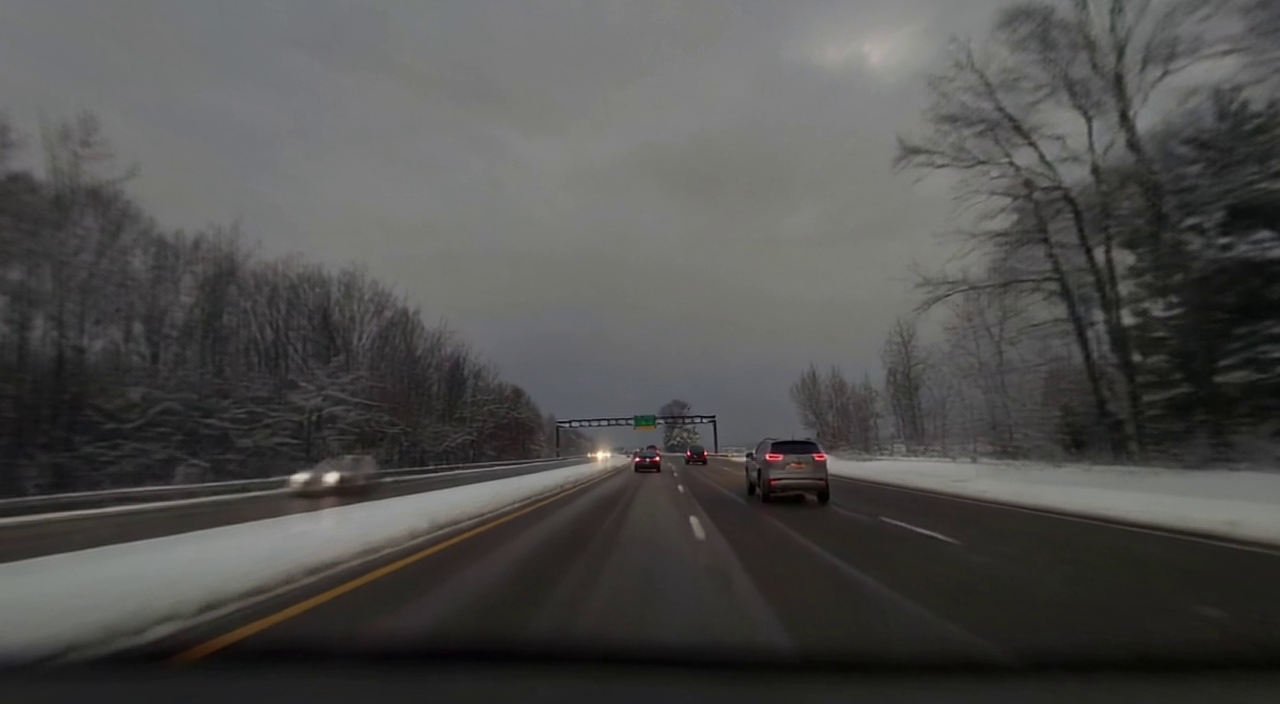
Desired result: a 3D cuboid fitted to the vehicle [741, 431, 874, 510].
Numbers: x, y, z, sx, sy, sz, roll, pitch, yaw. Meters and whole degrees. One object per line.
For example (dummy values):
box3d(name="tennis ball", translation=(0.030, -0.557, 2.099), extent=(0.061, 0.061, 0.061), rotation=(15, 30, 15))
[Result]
box3d(name="vehicle", translation=(4.071, 2.970, 16.122), extent=(2.250, 1.718, 4.358), rotation=(0, -9, 1))

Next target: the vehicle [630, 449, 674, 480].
box3d(name="vehicle", translation=(0.617, 5.535, 31.201), extent=(2.037, 1.418, 3.793), rotation=(-1, -9, 1))

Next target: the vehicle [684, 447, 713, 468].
box3d(name="vehicle", translation=(4.536, 8.293, 49.318), extent=(1.959, 1.528, 4.207), rotation=(-1, -9, 1))

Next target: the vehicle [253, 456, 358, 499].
box3d(name="vehicle", translation=(-13.671, 5.128, 25.977), extent=(1.886, 1.531, 4.272), rotation=(-1, -9, 2))
